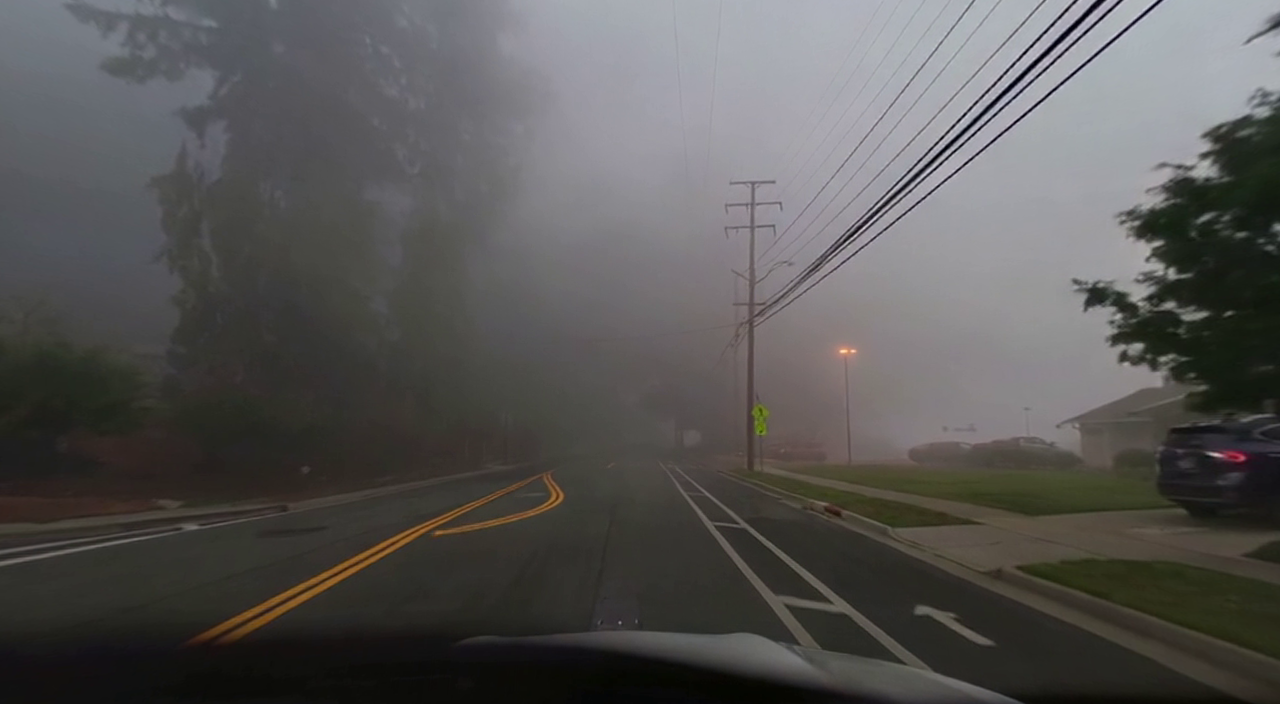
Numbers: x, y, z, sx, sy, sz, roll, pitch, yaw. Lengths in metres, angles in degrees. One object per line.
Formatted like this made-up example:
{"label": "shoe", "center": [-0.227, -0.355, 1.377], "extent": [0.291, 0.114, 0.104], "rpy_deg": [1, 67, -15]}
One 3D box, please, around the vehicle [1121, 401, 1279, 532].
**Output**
{"label": "vehicle", "center": [11.062, 1.788, 10.052], "extent": [4.760, 1.808, 2.402], "rpy_deg": [0, -9, -1]}

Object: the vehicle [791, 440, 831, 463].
{"label": "vehicle", "center": [13.171, 7.724, 48.822], "extent": [1.935, 1.683, 4.669], "rpy_deg": [0, -9, 2]}

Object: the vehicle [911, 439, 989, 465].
{"label": "vehicle", "center": [20.734, 6.698, 42.243], "extent": [3.943, 1.664, 2.391], "rpy_deg": [0, -8, -1]}
